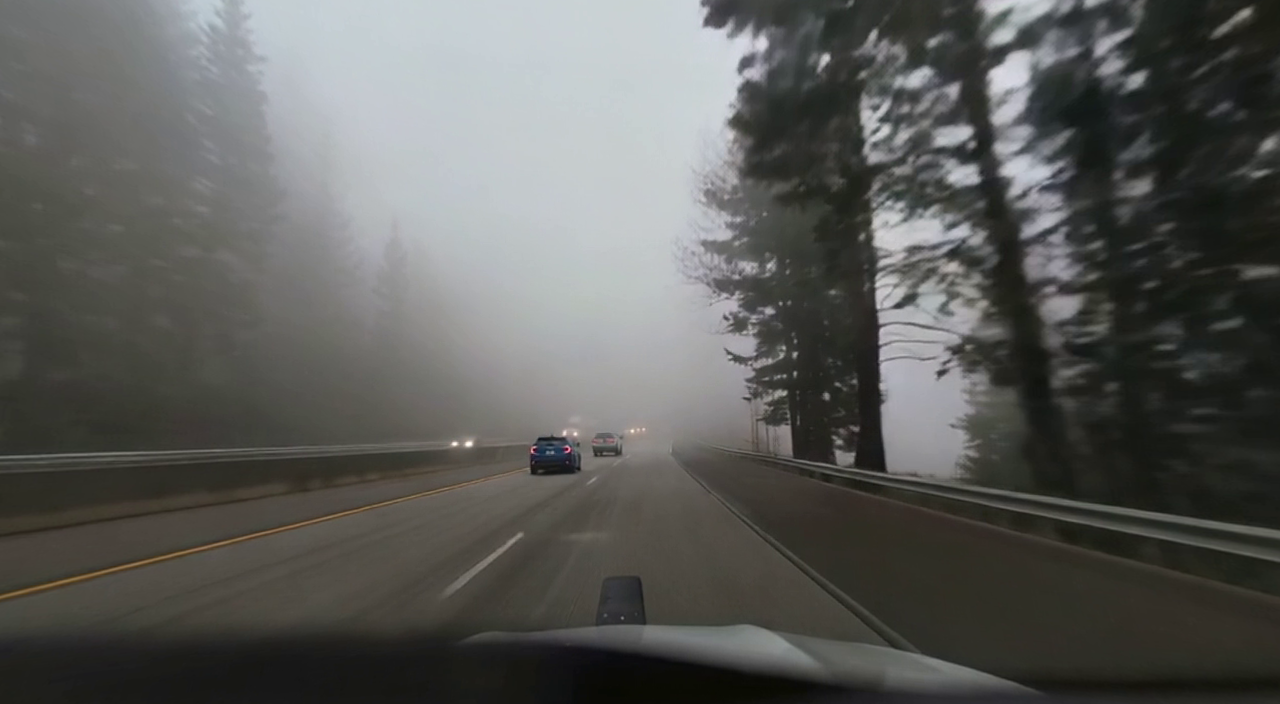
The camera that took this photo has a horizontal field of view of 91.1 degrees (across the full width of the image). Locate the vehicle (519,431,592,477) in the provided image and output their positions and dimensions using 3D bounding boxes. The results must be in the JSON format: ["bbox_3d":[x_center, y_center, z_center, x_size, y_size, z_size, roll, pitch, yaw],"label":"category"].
[{"bbox_3d":[-3.114,3.890,24.214,2.053,1.589,4.671,0,-8,2],"label":"vehicle"}]

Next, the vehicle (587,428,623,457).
[{"bbox_3d":[-2.666,7.012,48.580,2.241,2.095,4.985,-1,-8,3],"label":"vehicle"}]
